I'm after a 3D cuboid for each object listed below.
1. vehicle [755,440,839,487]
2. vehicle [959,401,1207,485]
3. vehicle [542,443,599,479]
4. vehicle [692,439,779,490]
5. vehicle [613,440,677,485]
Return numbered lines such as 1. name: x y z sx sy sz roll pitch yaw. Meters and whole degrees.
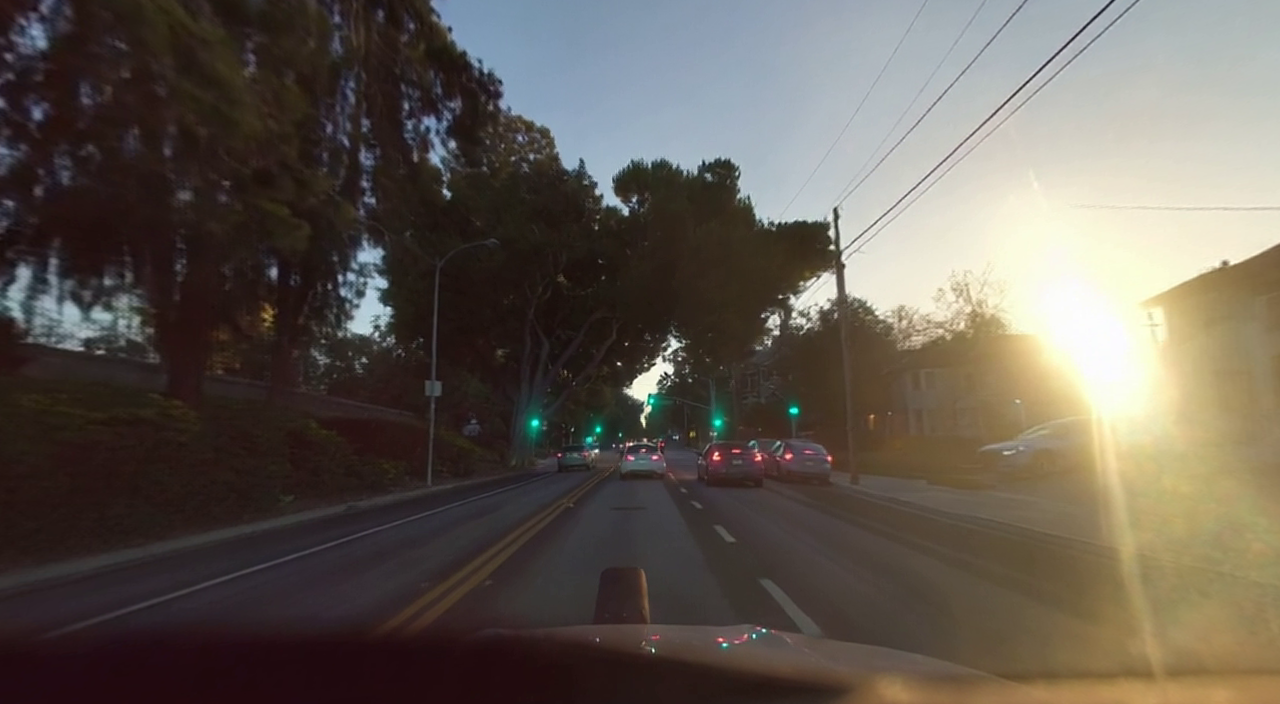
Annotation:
1. vehicle: 5.872 4.205 24.245 2.011 1.620 4.694 0 -8 0
2. vehicle: 13.771 2.860 19.925 5.929 1.970 2.381 -5 -8 -2
3. vehicle: -3.127 4.981 29.163 2.012 1.505 4.205 -1 -8 2
4. vehicle: 3.034 3.679 21.012 2.158 1.483 4.415 0 -8 -1
5. vehicle: 0.165 3.987 23.133 2.101 1.467 4.210 0 -8 0
